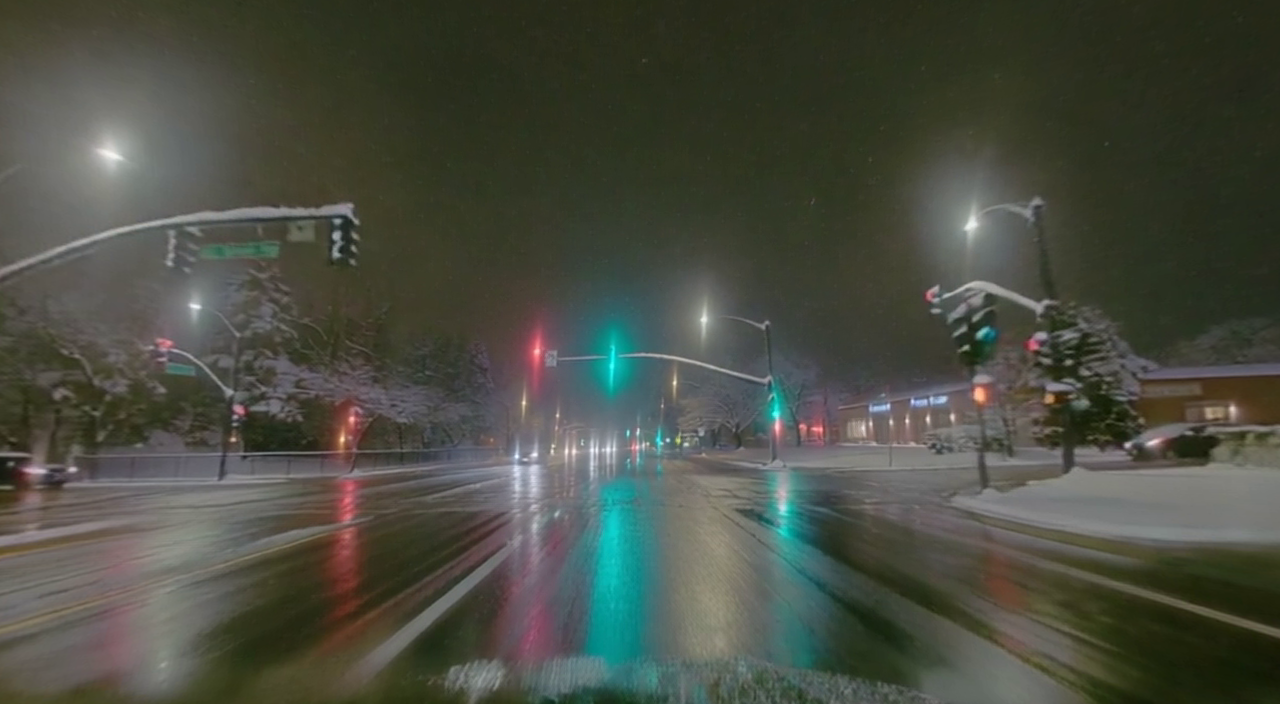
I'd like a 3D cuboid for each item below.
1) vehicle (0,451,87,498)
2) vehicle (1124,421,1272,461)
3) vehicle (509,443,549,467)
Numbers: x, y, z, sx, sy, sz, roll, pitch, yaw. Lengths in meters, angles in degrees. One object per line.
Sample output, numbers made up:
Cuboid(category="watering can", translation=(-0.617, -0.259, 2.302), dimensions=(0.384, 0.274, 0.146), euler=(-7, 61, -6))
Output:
Cuboid(category="vehicle", translation=(-25.226, 4.820, 24.948), dimensions=(4.727, 1.719, 2.095), euler=(0, -8, 1))
Cuboid(category="vehicle", translation=(26.496, 4.242, 30.158), dimensions=(4.797, 1.792, 2.345), euler=(0, -8, -1))
Cuboid(category="vehicle", translation=(-7.659, 7.169, 43.893), dimensions=(2.011, 1.490, 4.472), euler=(-3, -10, -1))
